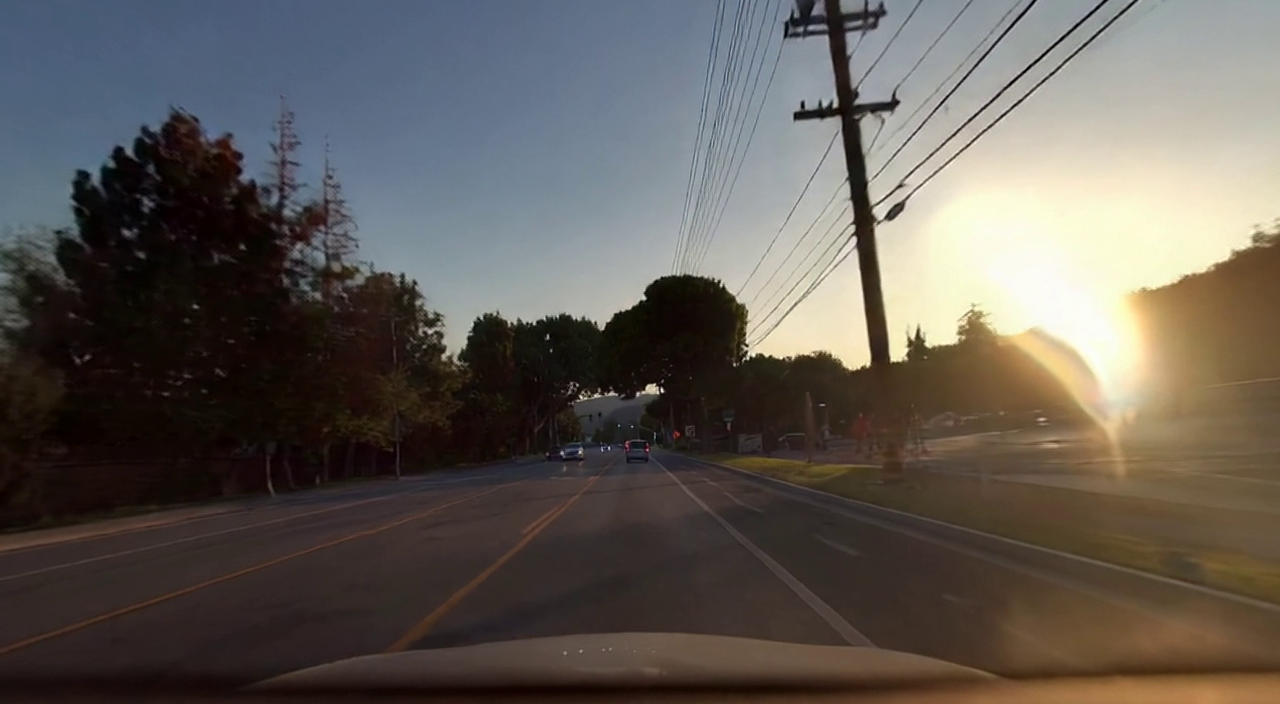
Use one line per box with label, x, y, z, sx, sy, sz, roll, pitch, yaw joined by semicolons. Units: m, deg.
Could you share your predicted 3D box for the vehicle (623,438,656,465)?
vehicle;-0.041;6.999;44.652;2.163;1.746;4.073;-1;-8;0
